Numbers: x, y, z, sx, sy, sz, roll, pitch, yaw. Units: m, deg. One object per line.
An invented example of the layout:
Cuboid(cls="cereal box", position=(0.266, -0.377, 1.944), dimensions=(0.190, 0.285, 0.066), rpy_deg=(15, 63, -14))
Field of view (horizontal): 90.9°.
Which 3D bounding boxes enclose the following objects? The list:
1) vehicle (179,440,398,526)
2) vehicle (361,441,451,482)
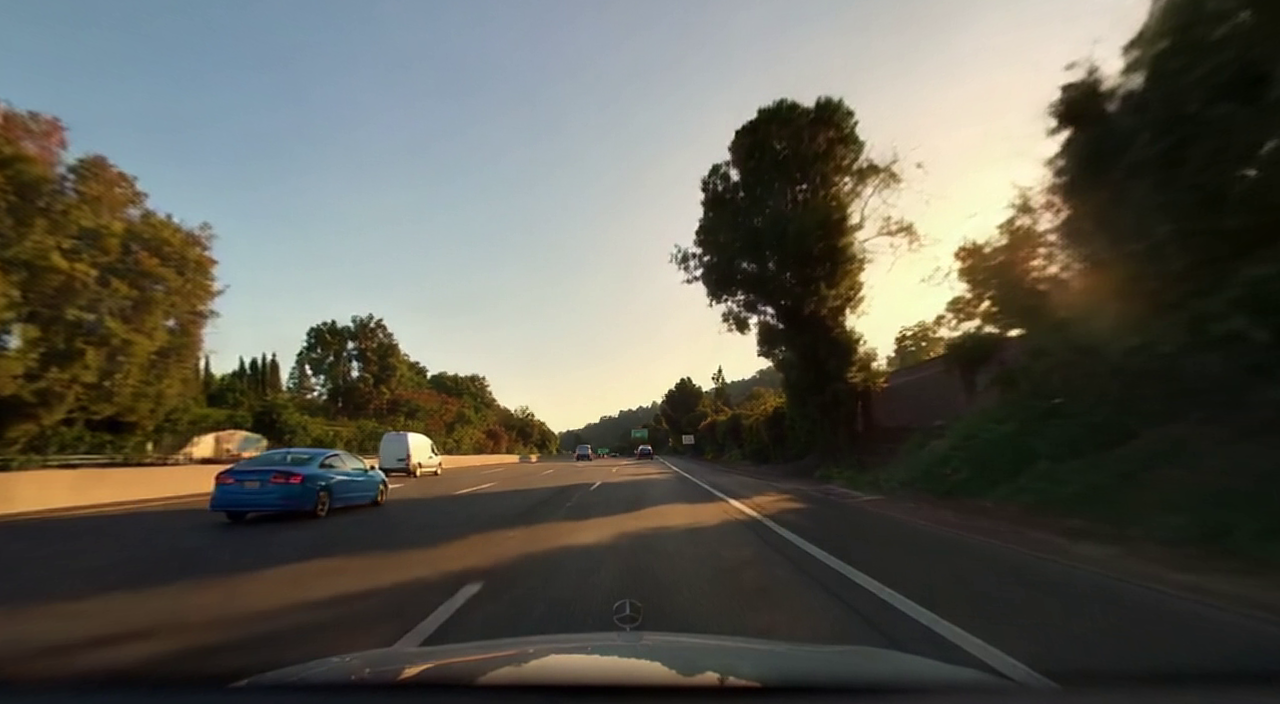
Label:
Cuboid(cls="vehicle", position=(-7.158, 2.680, 13.608), dimensions=(1.981, 1.486, 4.735), rpy_deg=(0, -8, 0))
Cuboid(cls="vehicle", position=(-10.887, 5.128, 29.814), dimensions=(2.249, 1.735, 5.018), rpy_deg=(0, -8, 1))
